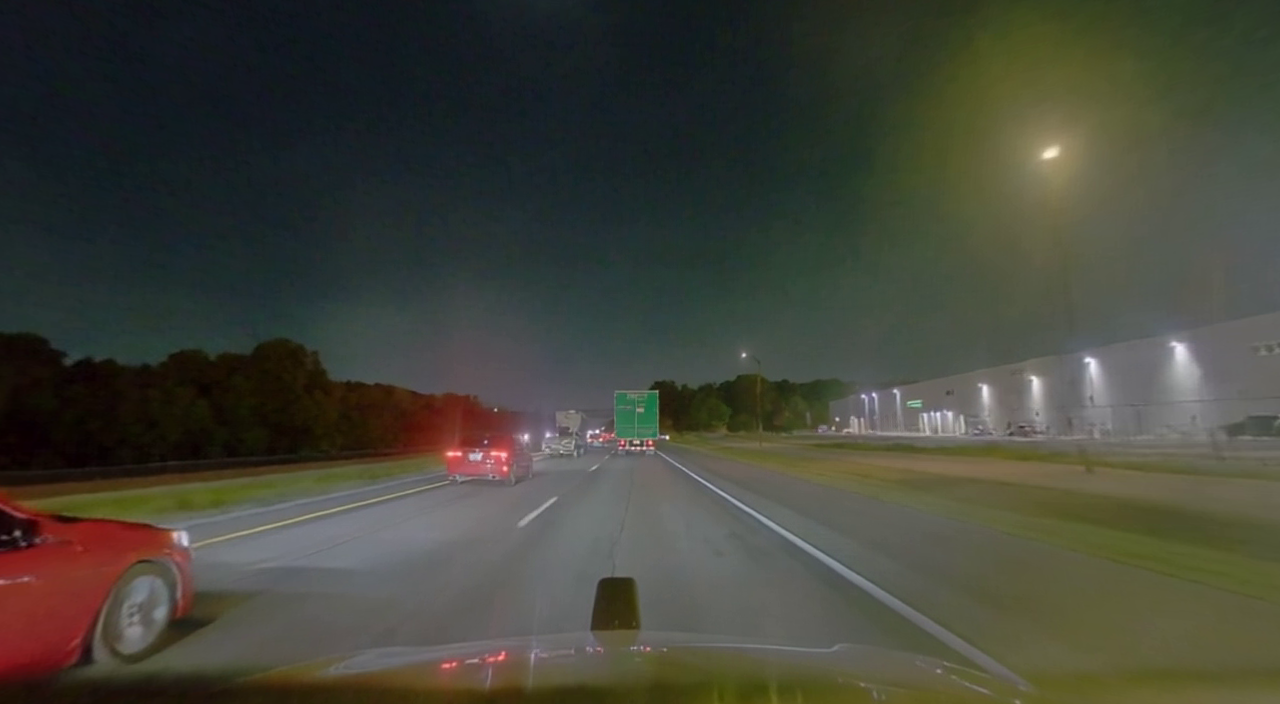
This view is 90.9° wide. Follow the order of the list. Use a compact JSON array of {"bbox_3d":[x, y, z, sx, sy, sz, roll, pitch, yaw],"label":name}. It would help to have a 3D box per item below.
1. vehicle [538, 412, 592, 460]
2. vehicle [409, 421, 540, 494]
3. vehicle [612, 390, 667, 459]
[{"bbox_3d":[-4.564,5.333,39.850,2.717,2.714,6.997,0,-8,-1],"label":"vehicle"},{"bbox_3d":[-4.123,2.705,16.697,2.005,1.602,5.131,0,-8,1],"label":"vehicle"},{"bbox_3d":[-0.156,4.976,42.410,3.259,4.066,9.891,0,-8,-1],"label":"vehicle"}]
